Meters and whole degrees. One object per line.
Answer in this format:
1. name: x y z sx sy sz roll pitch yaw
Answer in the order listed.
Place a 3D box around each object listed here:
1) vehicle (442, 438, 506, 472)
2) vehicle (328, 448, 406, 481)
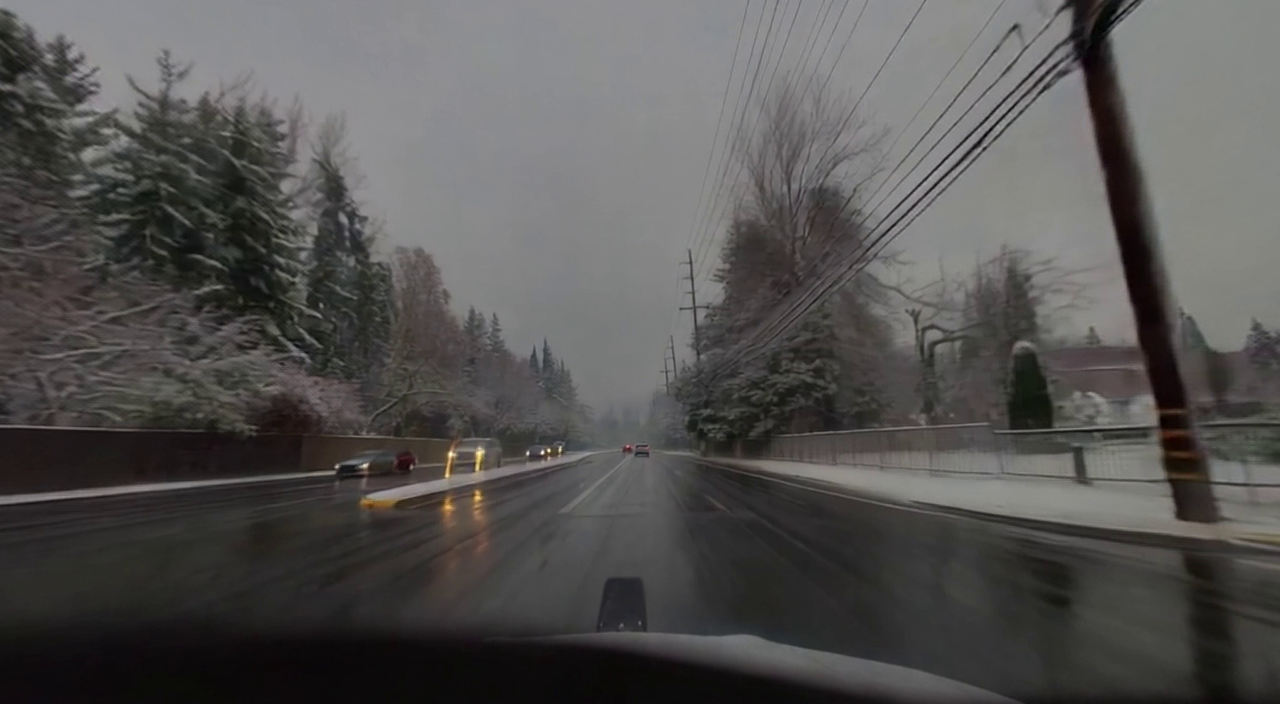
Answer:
1. vehicle: -9.863 6.152 37.763 2.249 1.866 5.664 0 -8 1
2. vehicle: -13.431 5.535 31.213 1.821 1.453 4.459 0 -8 0
